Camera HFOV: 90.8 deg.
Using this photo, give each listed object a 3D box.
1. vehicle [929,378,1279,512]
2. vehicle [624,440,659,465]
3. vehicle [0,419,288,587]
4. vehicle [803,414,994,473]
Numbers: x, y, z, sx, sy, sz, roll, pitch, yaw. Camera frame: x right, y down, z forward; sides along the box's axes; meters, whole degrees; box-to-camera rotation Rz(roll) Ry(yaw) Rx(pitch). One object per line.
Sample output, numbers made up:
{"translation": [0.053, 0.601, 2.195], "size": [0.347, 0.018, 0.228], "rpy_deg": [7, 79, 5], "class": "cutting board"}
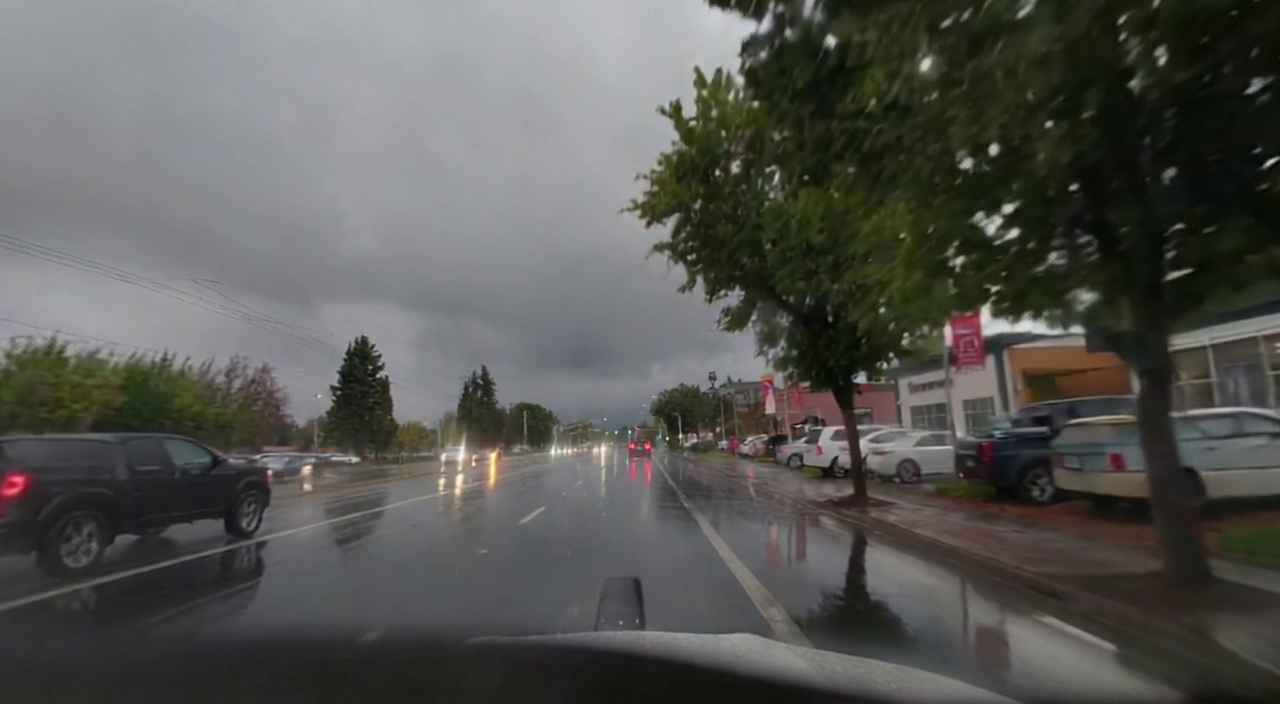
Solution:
{"translation": [8.690, 1.713, 11.410], "size": [5.895, 1.980, 2.315], "rpy_deg": [-6, -11, 32], "class": "vehicle"}
{"translation": [0.032, 6.286, 39.632], "size": [2.061, 1.469, 3.954], "rpy_deg": [0, -9, -1], "class": "vehicle"}
{"translation": [-7.190, 1.839, 8.634], "size": [2.038, 1.649, 4.665], "rpy_deg": [0, -9, 0], "class": "vehicle"}
{"translation": [9.329, 3.366, 23.245], "size": [5.976, 1.994, 2.295], "rpy_deg": [0, -8, 0], "class": "vehicle"}
